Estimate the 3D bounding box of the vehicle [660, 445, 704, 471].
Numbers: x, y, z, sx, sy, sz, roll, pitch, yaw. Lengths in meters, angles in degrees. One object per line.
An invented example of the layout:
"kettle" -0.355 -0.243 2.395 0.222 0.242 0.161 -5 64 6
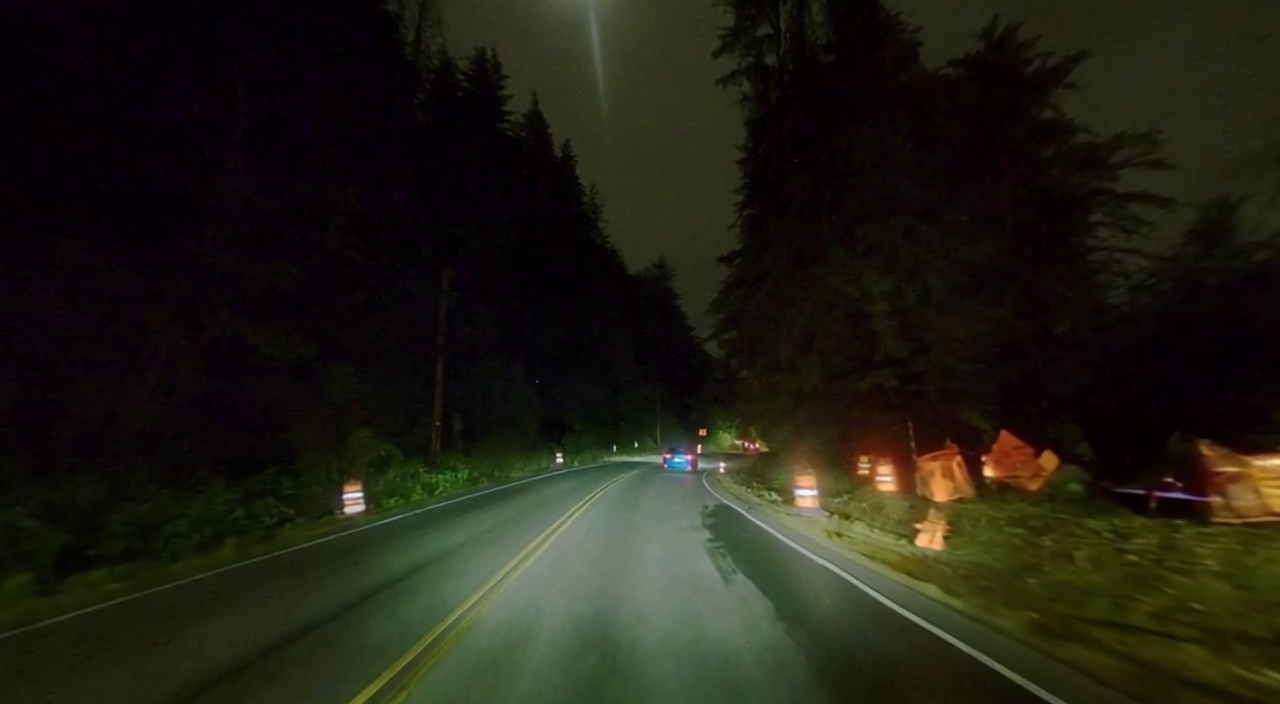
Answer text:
"vehicle" 2.721 6.686 40.023 2.259 1.503 4.075 -2 -9 12
